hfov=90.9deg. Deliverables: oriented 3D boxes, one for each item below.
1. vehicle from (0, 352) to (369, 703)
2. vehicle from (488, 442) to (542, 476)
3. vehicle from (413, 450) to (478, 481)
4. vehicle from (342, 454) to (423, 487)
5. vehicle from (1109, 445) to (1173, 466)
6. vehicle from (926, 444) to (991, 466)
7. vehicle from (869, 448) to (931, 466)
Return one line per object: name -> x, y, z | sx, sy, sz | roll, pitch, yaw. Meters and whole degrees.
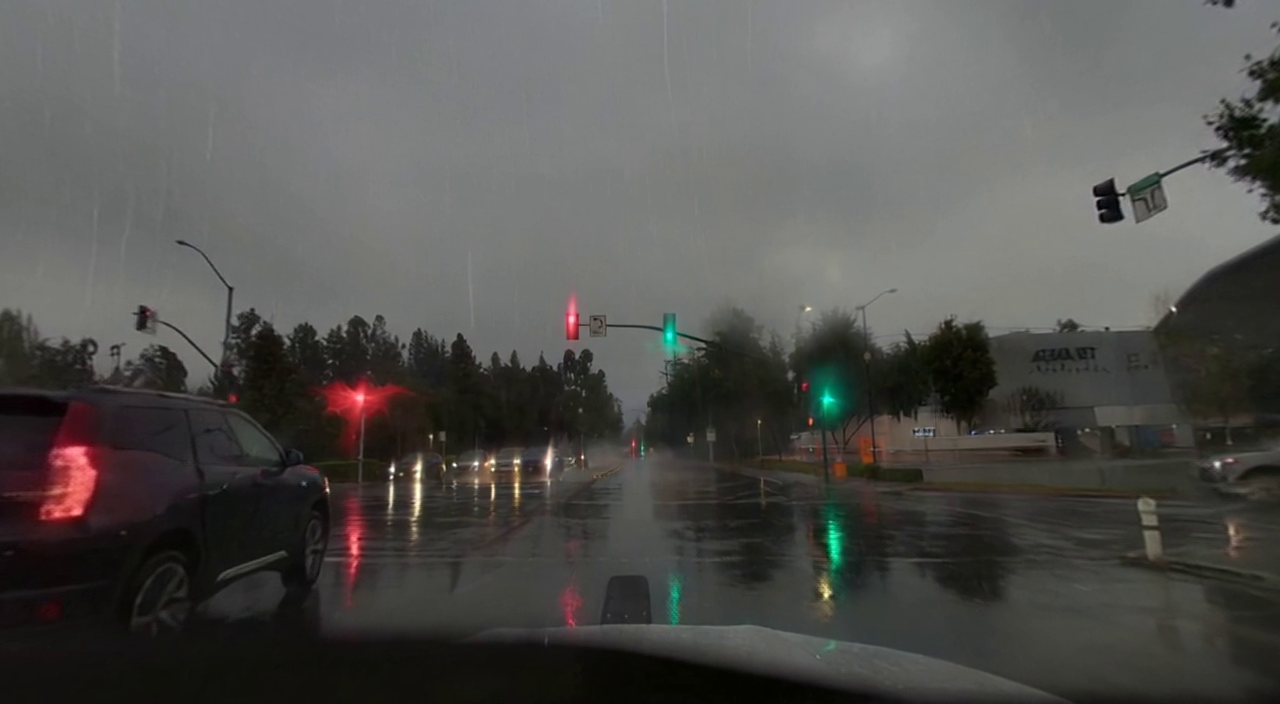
vehicle -> -3.884, 1.207, 4.874 | 2.000, 1.789, 4.638 | 1, -8, -7
vehicle -> -7.163, 6.158, 36.618 | 2.081, 1.818, 4.782 | 0, -8, 1
vehicle -> -10.633, 6.202, 34.854 | 2.041, 1.548, 4.868 | 0, -8, 0
vehicle -> -13.126, 6.045, 32.484 | 2.011, 1.480, 4.747 | 0, -8, 3
vehicle -> 38.485, 7.943, 48.573 | 1.837, 1.514, 4.786 | -2, -9, 13
vehicle -> 21.476, 6.959, 42.512 | 3.576, 1.425, 1.702 | 2, -9, -12
vehicle -> 20.503, 8.253, 49.768 | 4.120, 1.340, 1.654 | -1, -8, 4
